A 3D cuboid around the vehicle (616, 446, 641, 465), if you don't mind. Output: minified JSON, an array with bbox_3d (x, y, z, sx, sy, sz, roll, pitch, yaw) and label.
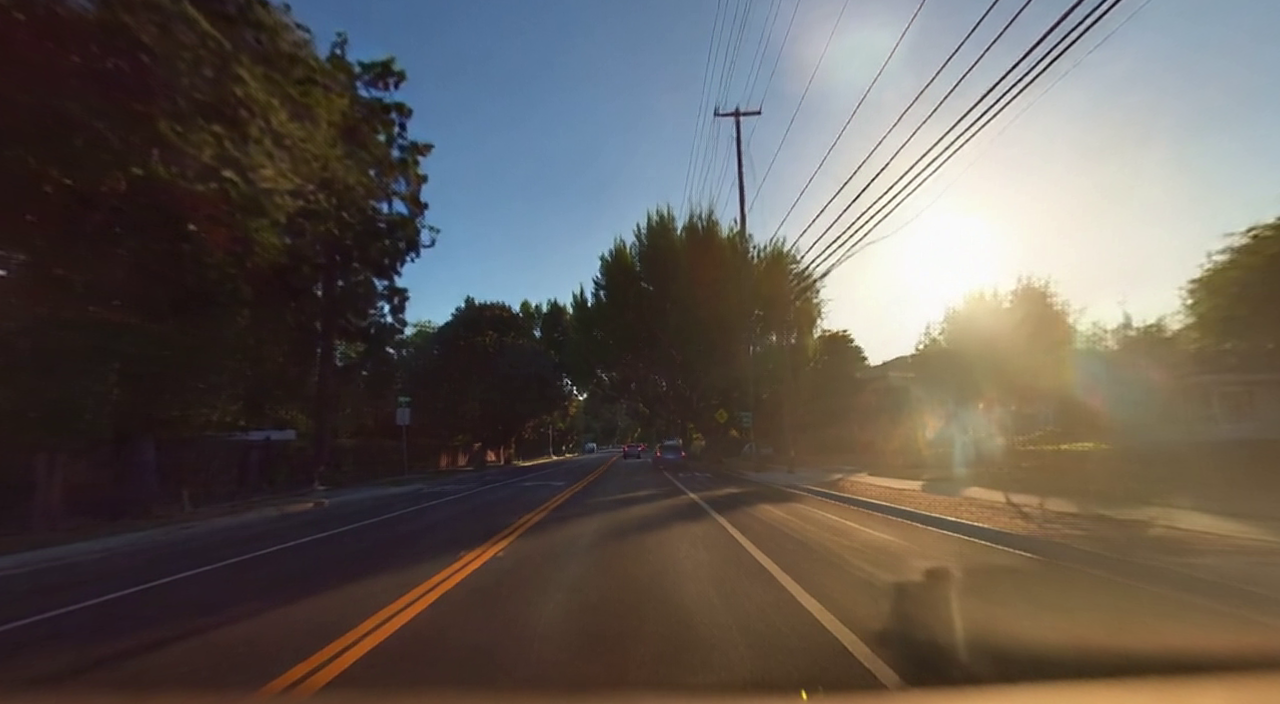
[{"bbox_3d":[-0.882,8.219,49.919,1.927,1.453,3.848,0,-9,0],"label":"vehicle"}]

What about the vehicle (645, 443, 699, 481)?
[{"bbox_3d":[1.283,4.701,27.140,1.975,1.497,3.647,0,-9,-3],"label":"vehicle"}]
